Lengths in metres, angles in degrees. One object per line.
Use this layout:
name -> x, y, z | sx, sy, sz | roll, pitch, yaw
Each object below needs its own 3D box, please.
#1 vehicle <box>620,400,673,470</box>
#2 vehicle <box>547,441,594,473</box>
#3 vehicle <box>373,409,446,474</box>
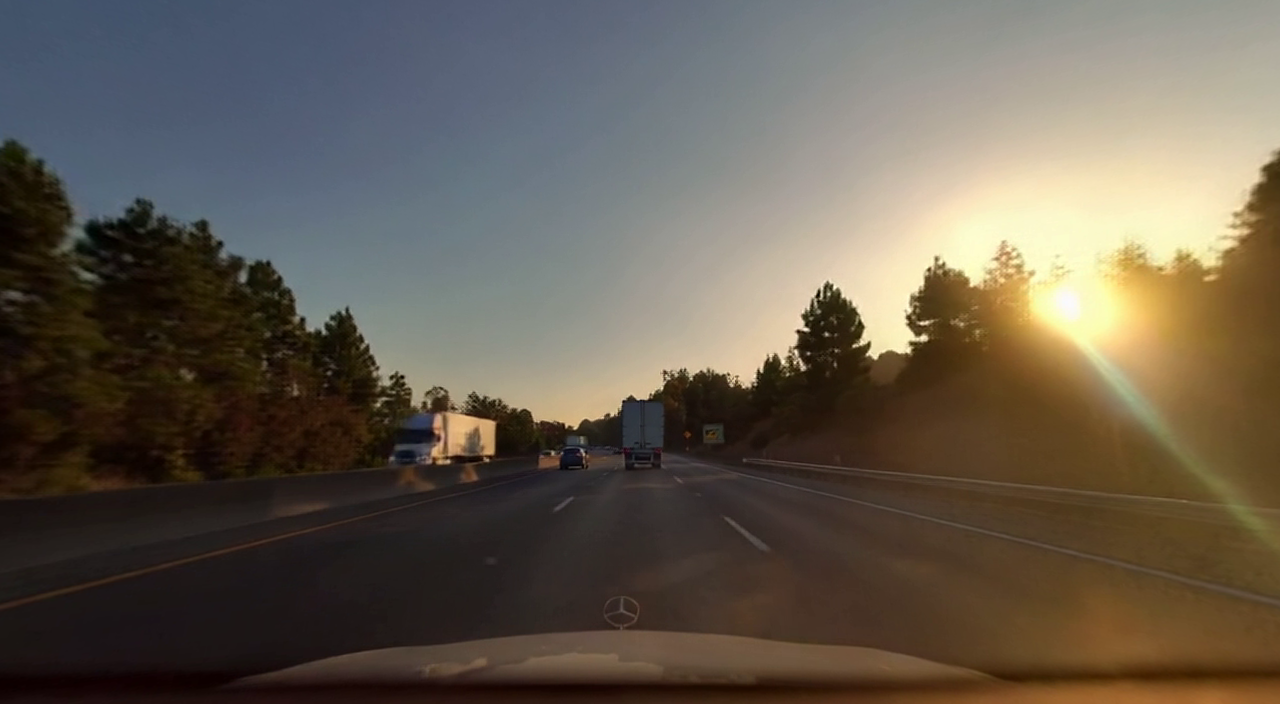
vehicle -> 0.338, 5.734, 42.433 | 3.100, 4.091, 10.664 | 0, -9, 0
vehicle -> -3.803, 5.860, 35.040 | 2.112, 1.645, 4.129 | 0, -9, 0
vehicle -> -14.613, 5.749, 40.046 | 2.934, 3.940, 3.841 | 0, -9, 2
